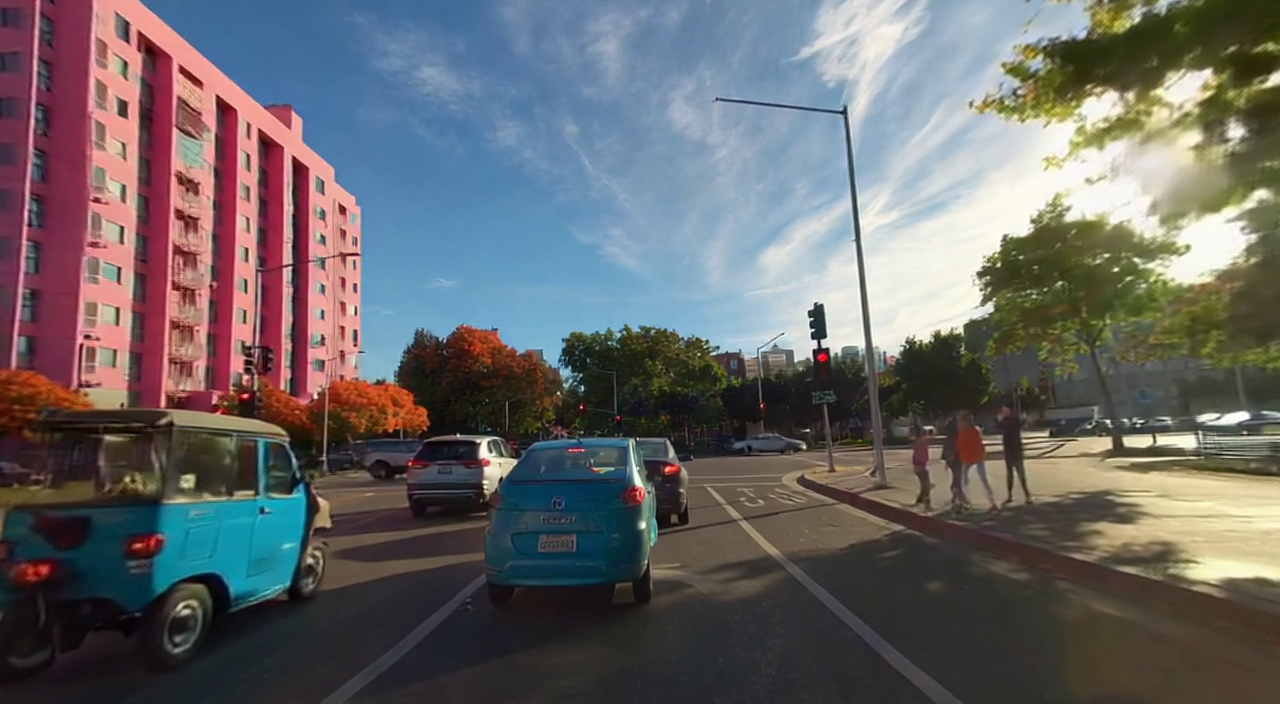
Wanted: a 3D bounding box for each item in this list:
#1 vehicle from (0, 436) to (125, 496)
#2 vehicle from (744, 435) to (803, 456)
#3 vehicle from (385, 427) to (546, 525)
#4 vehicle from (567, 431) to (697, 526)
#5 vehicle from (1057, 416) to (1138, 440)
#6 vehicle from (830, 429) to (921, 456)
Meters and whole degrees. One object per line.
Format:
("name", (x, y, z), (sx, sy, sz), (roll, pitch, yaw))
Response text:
("vehicle", (-28.927, 5.572, 30.657), (5.890, 2.393, 2.346), (-5, -7, 1))
("vehicle", (9.998, 6.973, 47.166), (4.511, 1.464, 1.816), (6, -11, -38))
("vehicle", (-3.247, 2.395, 12.685), (1.935, 1.615, 4.073), (-1, -9, 2))
("vehicle", (-0.088, 2.283, 11.908), (2.025, 1.458, 4.085), (-1, -9, 1))
("vehicle", (30.790, 5.156, 42.482), (1.751, 1.420, 4.027), (8, -12, -42))
("vehicle", (13.865, 5.384, 37.270), (4.661, 1.456, 1.862), (-7, -11, 39))
